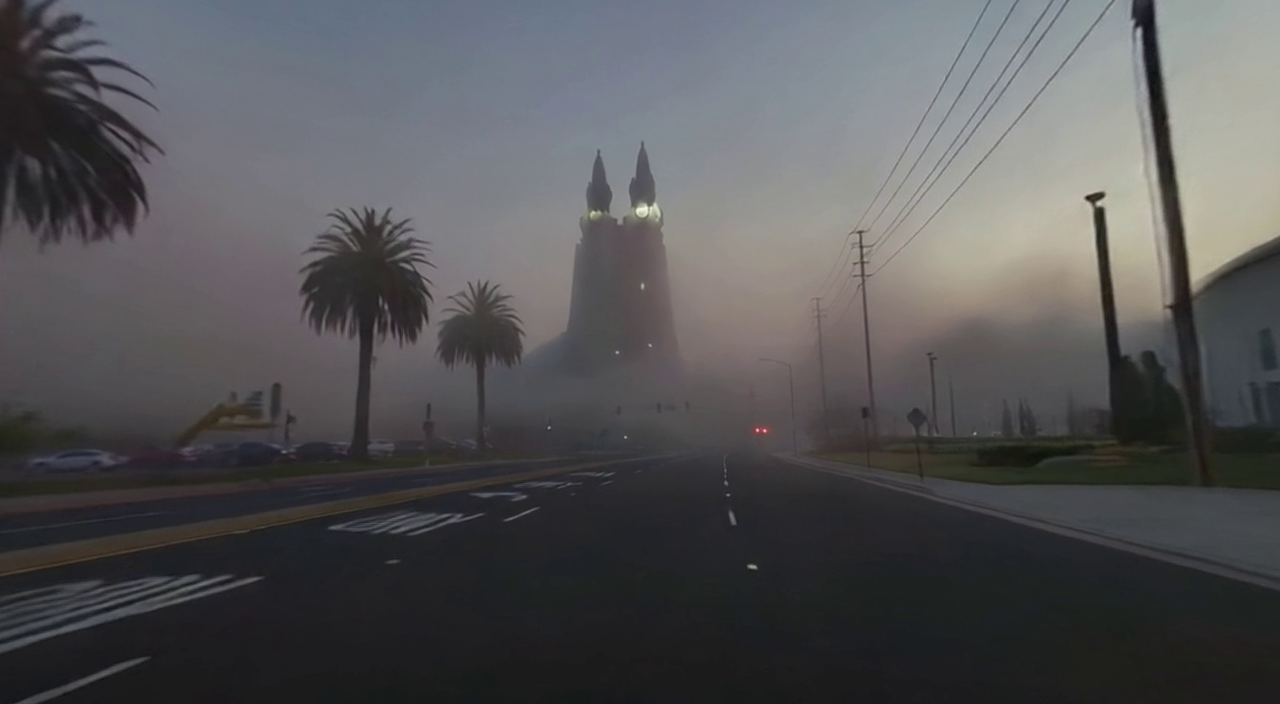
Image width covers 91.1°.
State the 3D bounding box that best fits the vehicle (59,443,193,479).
[{"bbox_3d":[-23.173,4.909,28.424,4.440,1.541,1.851,0,-9,1],"label":"vehicle"}]

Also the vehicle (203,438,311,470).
[{"bbox_3d":[-22.199,5.908,36.474,5.084,1.664,2.006,-2,-7,4],"label":"vehicle"}]
